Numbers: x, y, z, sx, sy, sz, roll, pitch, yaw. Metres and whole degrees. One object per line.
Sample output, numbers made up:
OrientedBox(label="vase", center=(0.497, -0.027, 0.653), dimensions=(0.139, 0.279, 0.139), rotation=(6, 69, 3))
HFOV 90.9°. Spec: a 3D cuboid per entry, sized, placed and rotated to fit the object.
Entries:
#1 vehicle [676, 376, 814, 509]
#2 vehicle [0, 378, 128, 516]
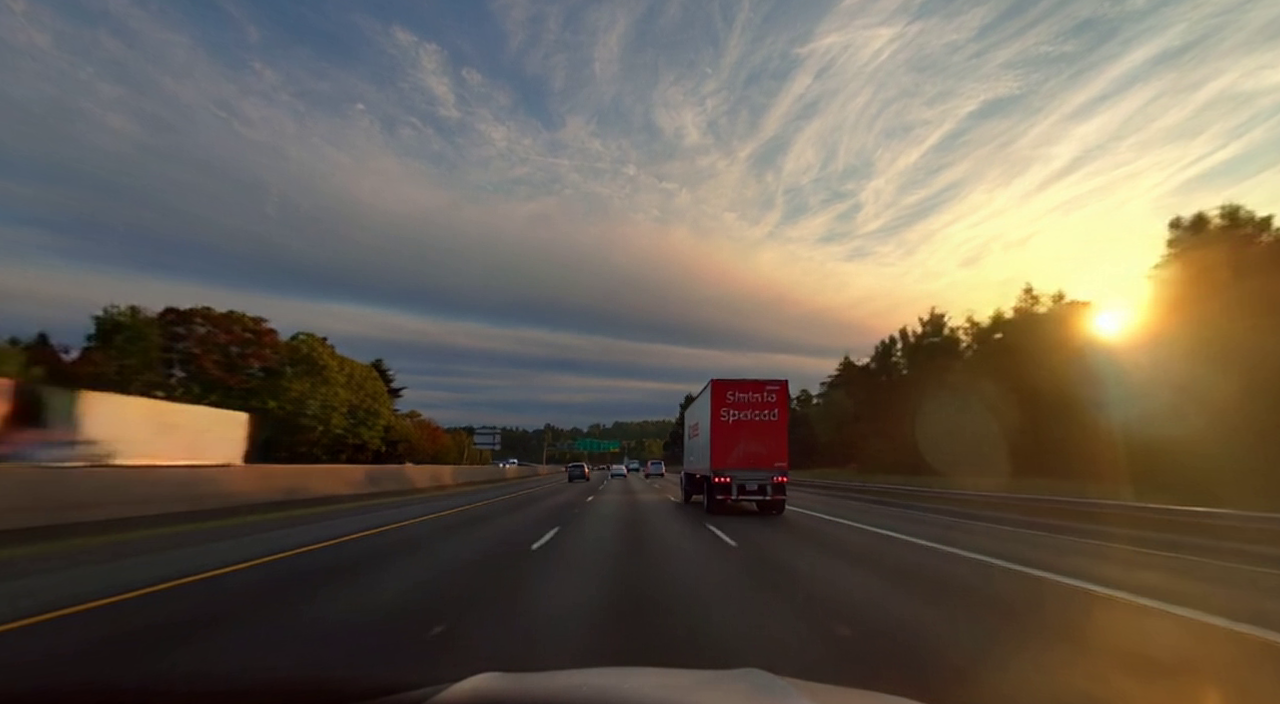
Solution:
OrientedBox(label="vehicle", center=(3.833, 4.204, 27.603), dimensions=(2.992, 4.300, 13.967), rotation=(1, -10, -3))
OrientedBox(label="vehicle", center=(-12.685, 1.612, 10.837), dimensions=(2.371, 2.442, 6.351), rotation=(1, -10, -1))
